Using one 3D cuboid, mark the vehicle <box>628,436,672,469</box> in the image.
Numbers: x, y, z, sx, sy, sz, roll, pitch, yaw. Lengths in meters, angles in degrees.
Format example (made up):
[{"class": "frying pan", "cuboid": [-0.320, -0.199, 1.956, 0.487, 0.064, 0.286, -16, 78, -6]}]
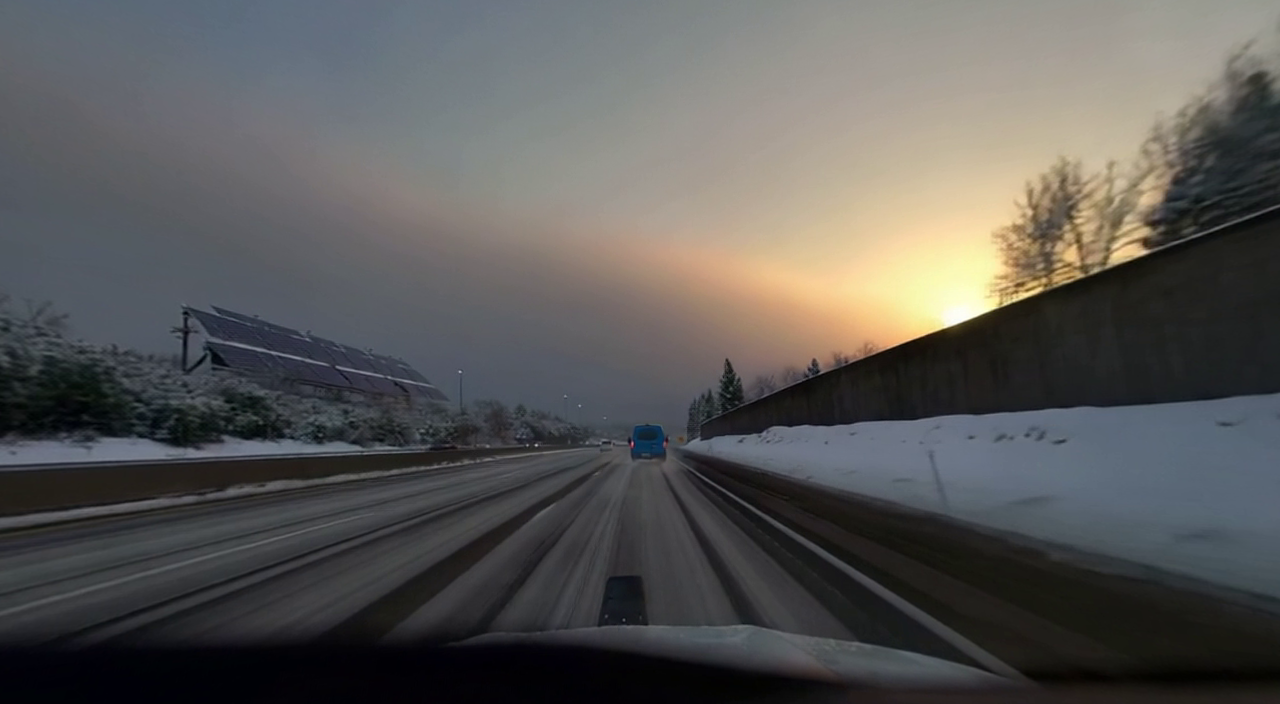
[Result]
[{"class": "vehicle", "cuboid": [0.470, 4.904, 30.866, 1.997, 1.484, 3.409, 0, -8, 0]}]
